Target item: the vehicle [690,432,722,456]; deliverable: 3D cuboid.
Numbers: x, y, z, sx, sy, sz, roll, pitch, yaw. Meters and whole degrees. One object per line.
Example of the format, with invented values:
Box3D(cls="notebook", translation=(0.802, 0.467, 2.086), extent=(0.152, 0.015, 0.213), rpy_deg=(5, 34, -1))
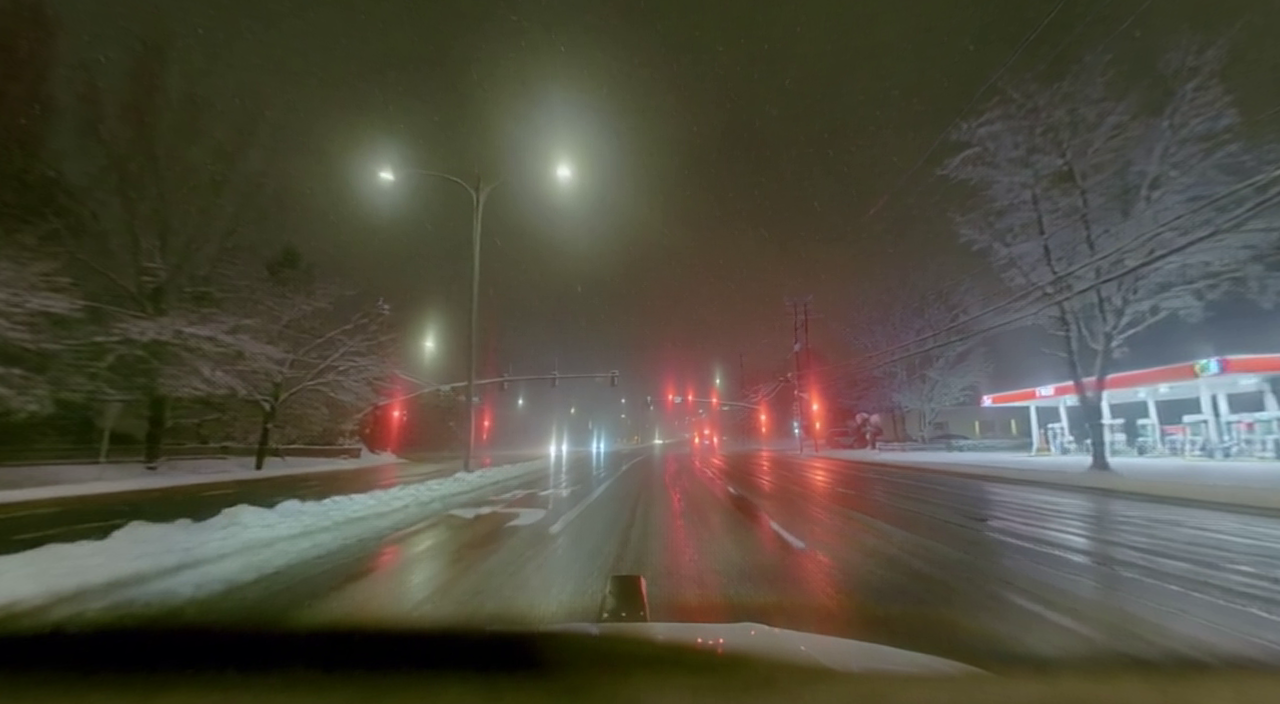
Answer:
Box3D(cls="vehicle", translation=(5.101, 7.212, 49.233), extent=(2.090, 1.717, 4.063), rpy_deg=(0, -8, 0))
